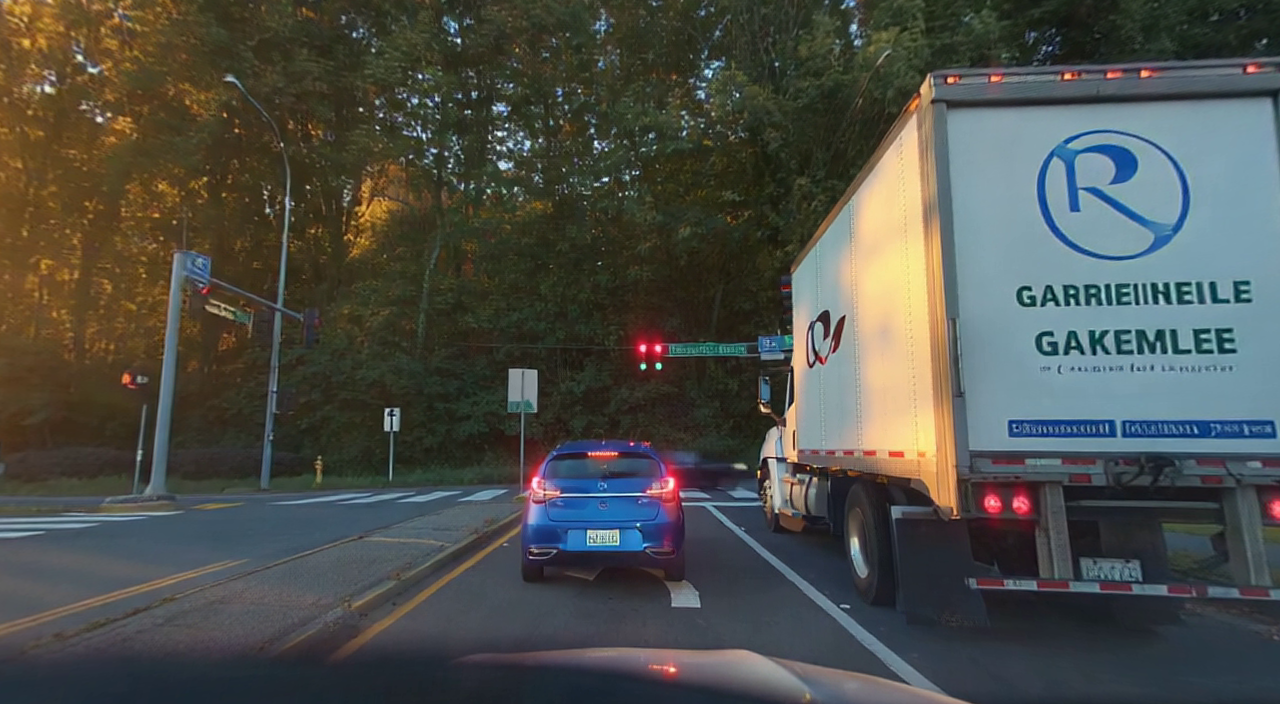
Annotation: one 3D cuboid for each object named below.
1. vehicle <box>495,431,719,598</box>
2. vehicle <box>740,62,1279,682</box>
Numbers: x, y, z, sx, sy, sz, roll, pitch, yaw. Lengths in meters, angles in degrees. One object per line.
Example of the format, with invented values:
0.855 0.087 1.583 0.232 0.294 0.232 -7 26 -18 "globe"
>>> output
-0.327 1.715 7.425 1.975 1.457 3.526 0 -9 -1 "vehicle"
3.514 0.732 8.621 2.884 3.753 9.763 0 -9 1 "vehicle"
